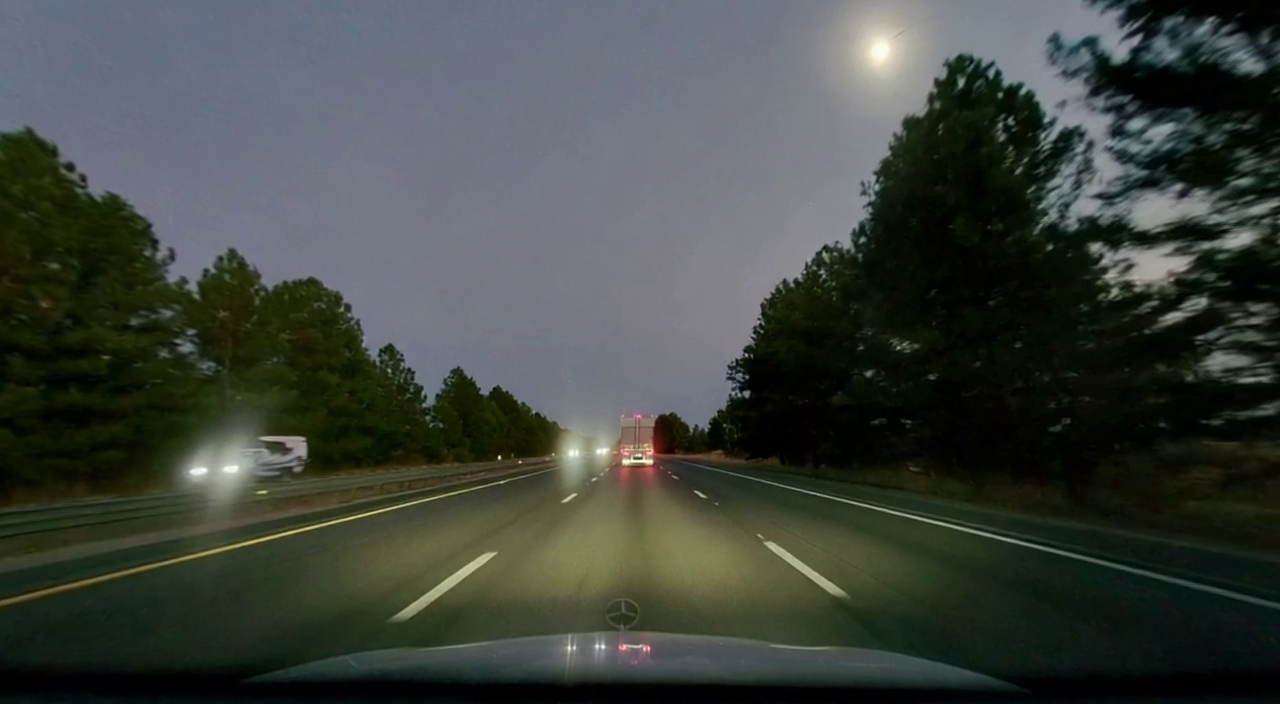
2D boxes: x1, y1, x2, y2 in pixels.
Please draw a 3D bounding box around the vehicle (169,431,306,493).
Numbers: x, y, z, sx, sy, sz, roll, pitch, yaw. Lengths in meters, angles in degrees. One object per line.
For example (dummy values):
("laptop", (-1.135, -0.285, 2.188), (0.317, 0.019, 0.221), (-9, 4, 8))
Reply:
("vehicle", (-17.322, 4.753, 27.626), (2.383, 2.411, 5.354), (0, -9, 0))
